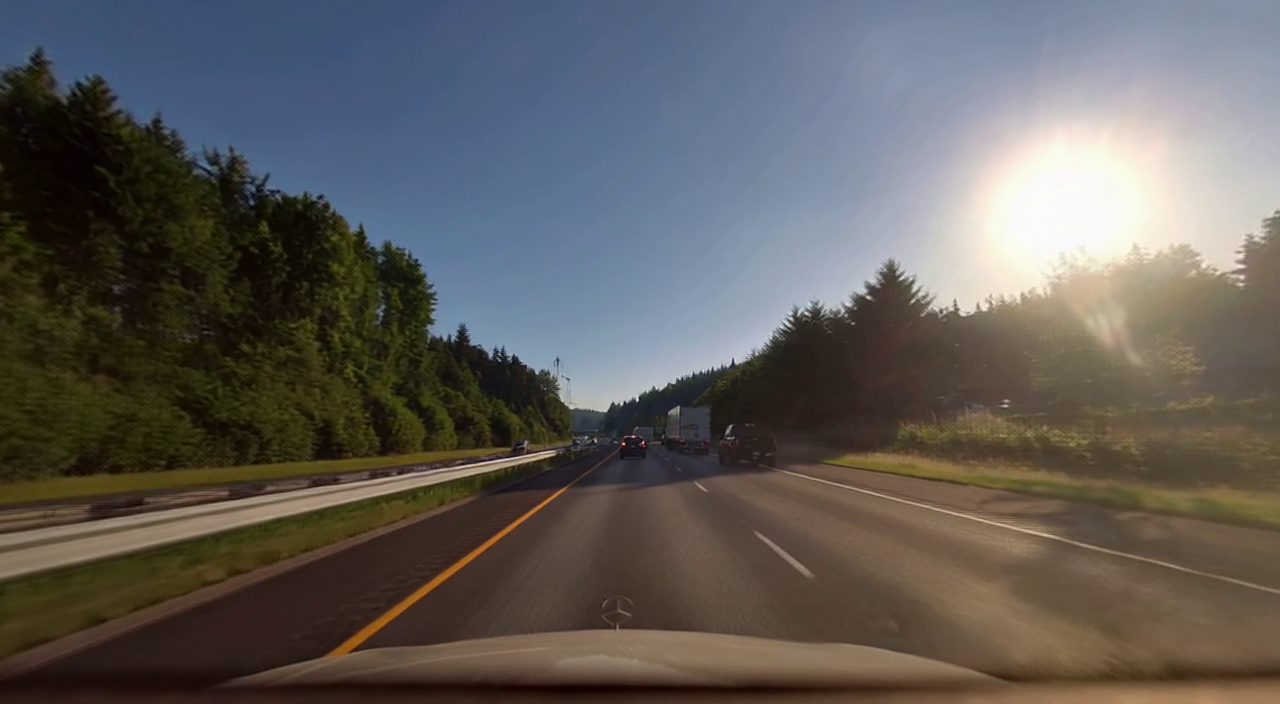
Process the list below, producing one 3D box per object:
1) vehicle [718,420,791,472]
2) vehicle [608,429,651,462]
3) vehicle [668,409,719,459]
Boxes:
[{"bbox_3d":[4.506,3.764,25.436,2.073,1.905,4.023,0,-7,-1],"label":"vehicle"},{"bbox_3d":[-0.586,5.076,34.402,2.206,1.681,4.111,0,-7,-1],"label":"vehicle"},{"bbox_3d":[3.520,5.576,43.023,2.728,3.053,7.708,0,-7,0],"label":"vehicle"}]
